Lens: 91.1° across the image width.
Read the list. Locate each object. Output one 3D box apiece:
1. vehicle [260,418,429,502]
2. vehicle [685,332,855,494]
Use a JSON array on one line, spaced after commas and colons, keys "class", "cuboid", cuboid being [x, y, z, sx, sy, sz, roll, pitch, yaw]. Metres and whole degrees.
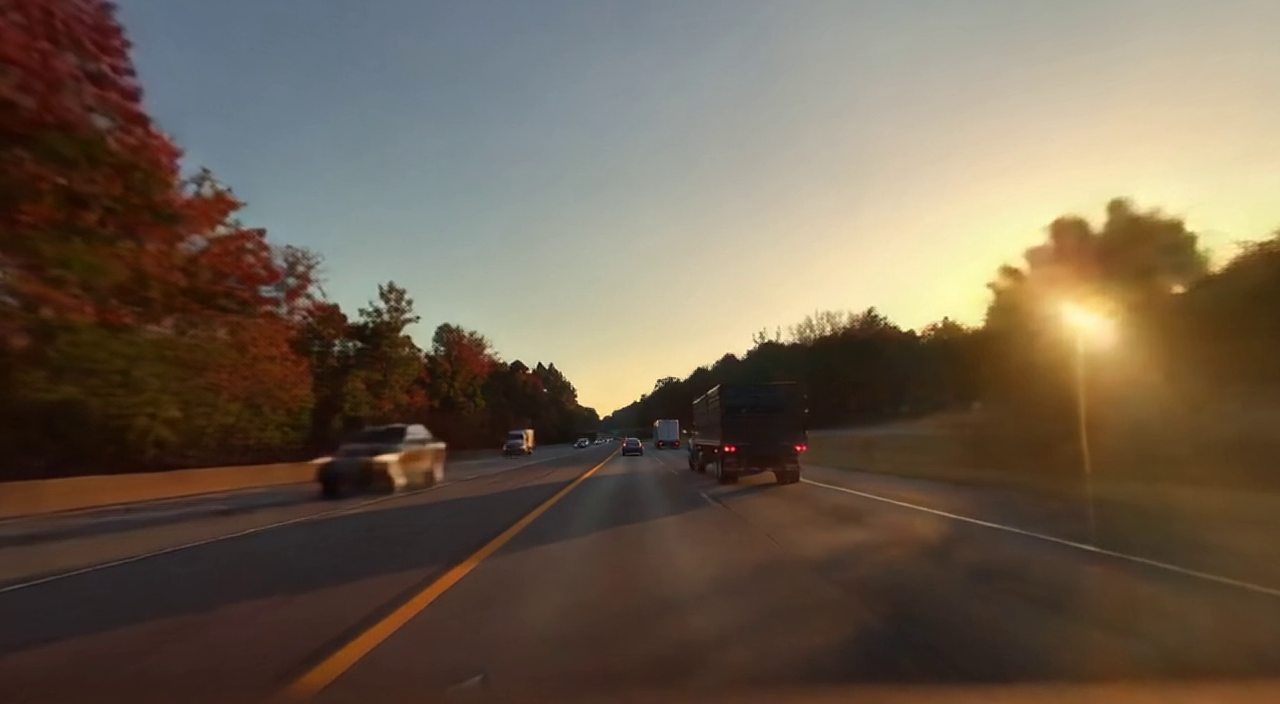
[{"class": "vehicle", "cuboid": [-7.813, 2.875, 17.332, 2.339, 1.965, 4.856, 0, -8, -1]}, {"class": "vehicle", "cuboid": [3.691, 2.422, 22.541, 2.919, 4.004, 13.911, 0, -8, -1]}]
